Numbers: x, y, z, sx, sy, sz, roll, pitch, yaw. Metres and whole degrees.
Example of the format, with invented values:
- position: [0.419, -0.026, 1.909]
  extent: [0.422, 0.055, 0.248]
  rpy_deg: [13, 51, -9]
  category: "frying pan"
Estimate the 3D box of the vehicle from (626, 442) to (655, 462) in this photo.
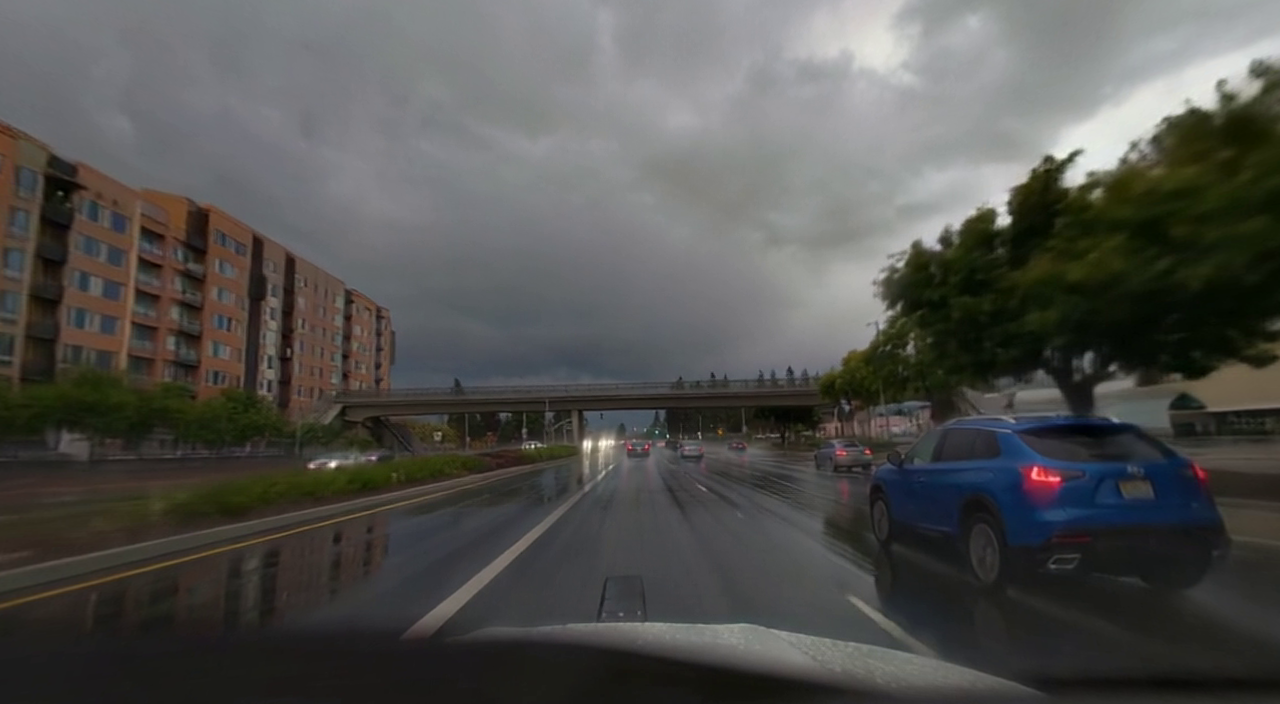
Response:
- position: [0.039, 7.878, 49.876]
  extent: [2.173, 1.498, 4.528]
  rpy_deg: [0, -8, 0]
  category: "vehicle"

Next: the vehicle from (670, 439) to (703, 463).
- position: [3.482, 7.483, 47.904]
  extent: [2.165, 1.708, 3.928]
  rpy_deg: [0, -8, 0]
  category: "vehicle"

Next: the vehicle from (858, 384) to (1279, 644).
- position: [4.175, 1.424, 6.642]
  extent: [2.130, 1.741, 4.665]
  rpy_deg: [0, -8, 1]
  category: "vehicle"

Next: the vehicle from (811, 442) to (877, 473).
- position: [10.296, 5.327, 32.157]
  extent: [1.888, 1.468, 4.175]
  rpy_deg: [0, -8, -1]
  category: "vehicle"
